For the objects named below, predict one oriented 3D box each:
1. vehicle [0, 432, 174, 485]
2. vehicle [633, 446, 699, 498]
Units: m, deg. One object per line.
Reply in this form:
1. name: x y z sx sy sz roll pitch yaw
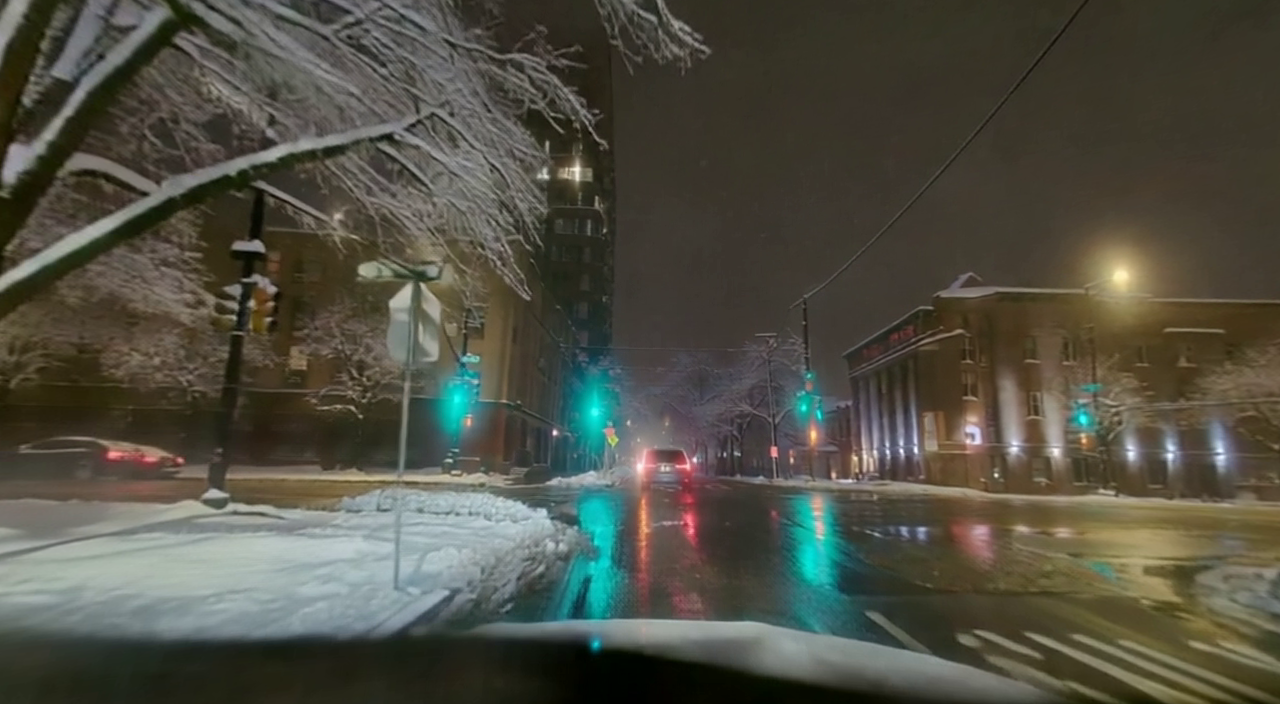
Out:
1. vehicle: -17.518 3.313 19.663 4.282 1.519 2.077 -1 -9 2
2. vehicle: 0.844 4.102 21.961 2.079 1.621 3.861 0 -9 1
